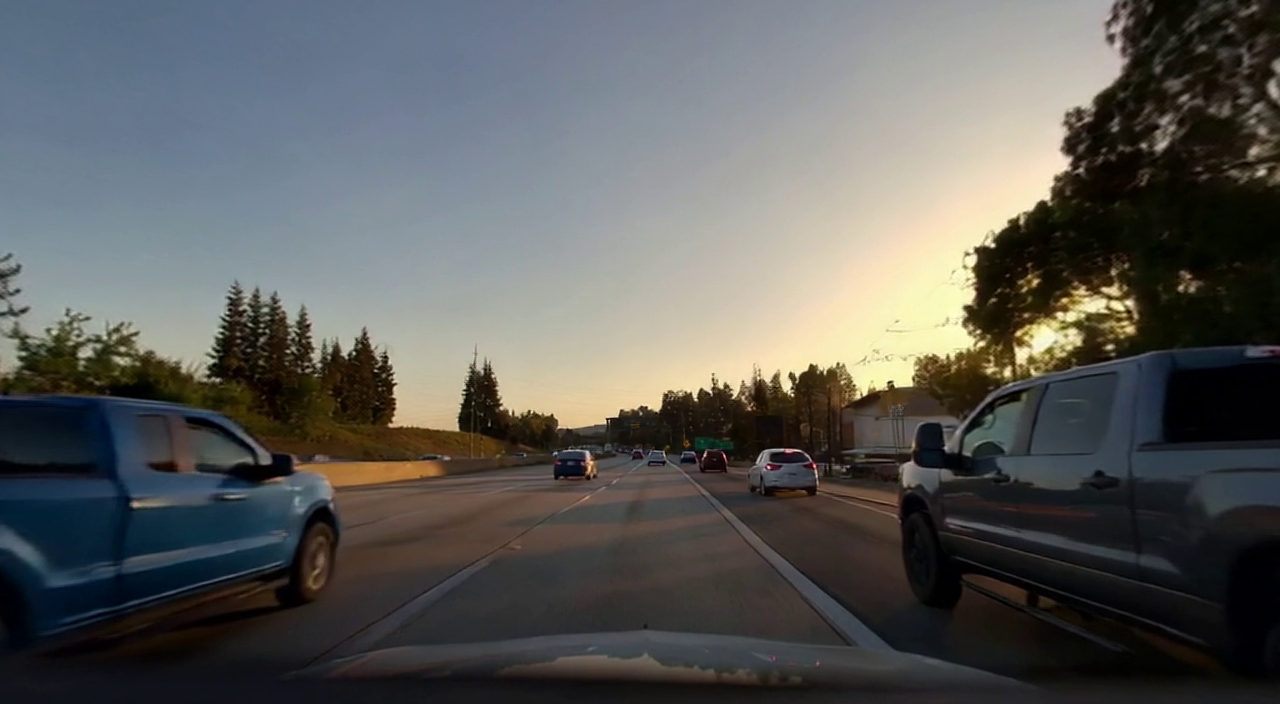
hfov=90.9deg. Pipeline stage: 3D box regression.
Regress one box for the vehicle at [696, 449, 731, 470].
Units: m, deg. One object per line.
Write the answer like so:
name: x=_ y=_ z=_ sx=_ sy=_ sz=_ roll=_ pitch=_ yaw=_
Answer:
vehicle: x=5.329 y=7.805 z=46.002 sx=2.072 sy=1.456 sz=4.537 roll=0 pitch=-8 yaw=1

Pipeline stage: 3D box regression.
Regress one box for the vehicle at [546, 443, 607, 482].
vehicle: x=-2.918 y=5.192 z=30.017 sx=2.209 sy=1.714 sz=4.576 roll=-1 pitch=-8 yaw=3

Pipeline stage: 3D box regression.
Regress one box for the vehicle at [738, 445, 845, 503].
vehicle: x=4.314 y=3.529 z=18.809 sx=2.111 sy=1.498 sz=4.466 roll=0 pitch=-8 yaw=1

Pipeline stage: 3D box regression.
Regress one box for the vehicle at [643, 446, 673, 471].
vehicle: x=1.321 y=7.682 z=45.780 sx=2.080 sy=1.682 sz=4.150 roll=0 pitch=-8 yaw=1

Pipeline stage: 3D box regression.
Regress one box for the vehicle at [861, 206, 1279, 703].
vehicle: x=3.562 y=0.720 z=2.786 sx=3.024 sy=2.092 sz=6.797 roll=-1 pitch=-8 yaw=3

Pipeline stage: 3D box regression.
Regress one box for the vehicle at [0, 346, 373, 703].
vehicle: x=-3.732 y=1.030 z=3.717 sx=2.146 sy=1.775 sz=4.553 roll=0 pitch=-8 yaw=3
